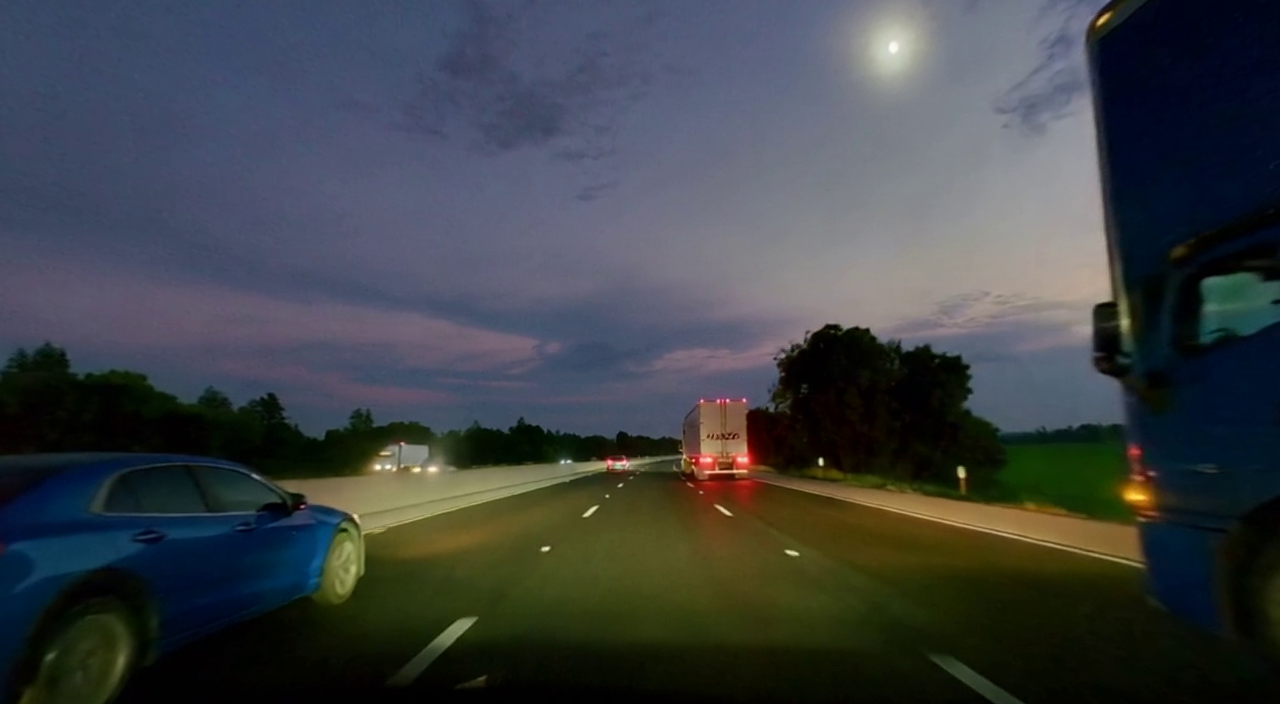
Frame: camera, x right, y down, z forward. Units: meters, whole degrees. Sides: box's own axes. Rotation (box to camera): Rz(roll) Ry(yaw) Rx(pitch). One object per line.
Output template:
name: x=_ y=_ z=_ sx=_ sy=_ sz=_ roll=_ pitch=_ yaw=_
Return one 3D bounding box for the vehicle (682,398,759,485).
vehicle: x=4.212 y=5.315 z=36.410 sx=2.832 sy=4.034 sz=13.924 roll=0 pitch=-9 yaw=1

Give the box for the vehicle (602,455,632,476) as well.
vehicle: x=-1.665 y=8.373 z=46.830 sx=1.935 sy=1.470 sz=4.063 roll=0 pitch=-9 yaw=1

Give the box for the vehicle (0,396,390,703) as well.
vehicle: x=-3.429 y=1.177 z=3.872 sx=1.945 sy=1.537 sz=4.294 roll=0 pitch=-9 yaw=1
